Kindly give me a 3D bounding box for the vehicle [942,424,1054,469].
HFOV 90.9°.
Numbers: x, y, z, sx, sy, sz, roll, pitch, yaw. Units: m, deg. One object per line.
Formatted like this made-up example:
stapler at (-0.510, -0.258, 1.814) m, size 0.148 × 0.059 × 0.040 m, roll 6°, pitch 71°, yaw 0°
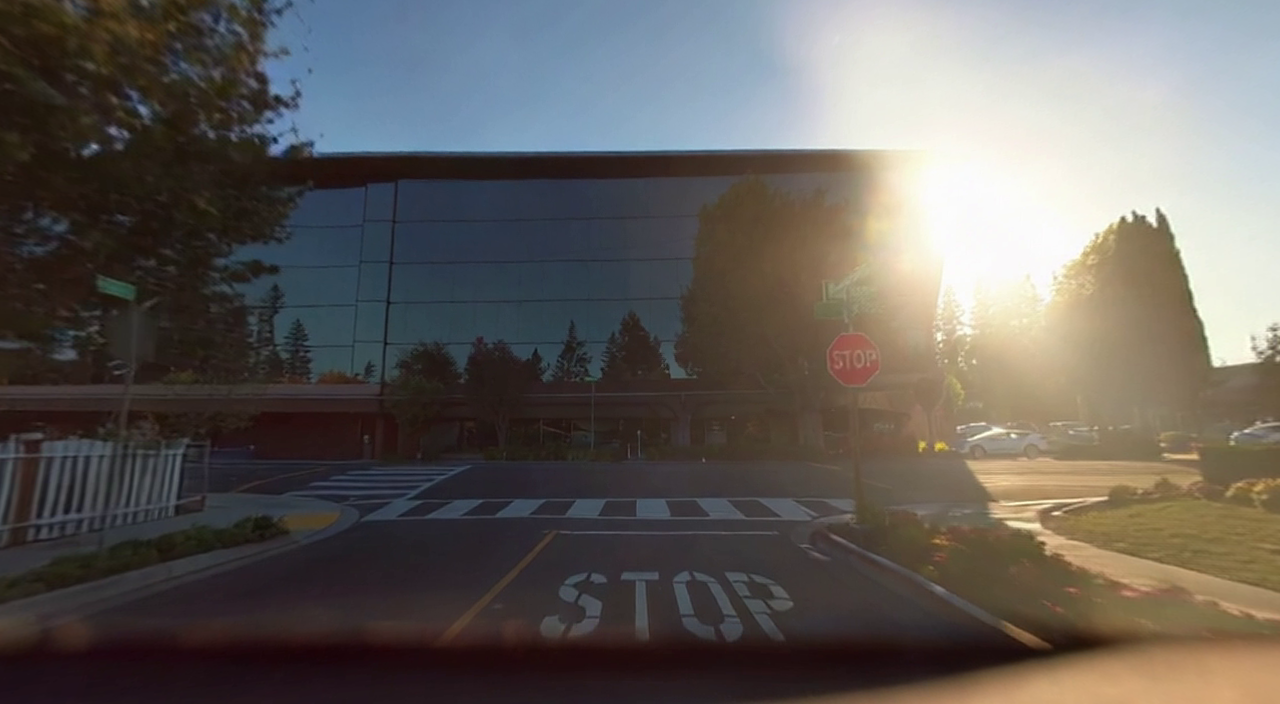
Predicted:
vehicle at (18.883, 5.028, 33.474) m, size 2.395 × 2.164 × 4.475 m, roll 5°, pitch -10°, yaw -27°
